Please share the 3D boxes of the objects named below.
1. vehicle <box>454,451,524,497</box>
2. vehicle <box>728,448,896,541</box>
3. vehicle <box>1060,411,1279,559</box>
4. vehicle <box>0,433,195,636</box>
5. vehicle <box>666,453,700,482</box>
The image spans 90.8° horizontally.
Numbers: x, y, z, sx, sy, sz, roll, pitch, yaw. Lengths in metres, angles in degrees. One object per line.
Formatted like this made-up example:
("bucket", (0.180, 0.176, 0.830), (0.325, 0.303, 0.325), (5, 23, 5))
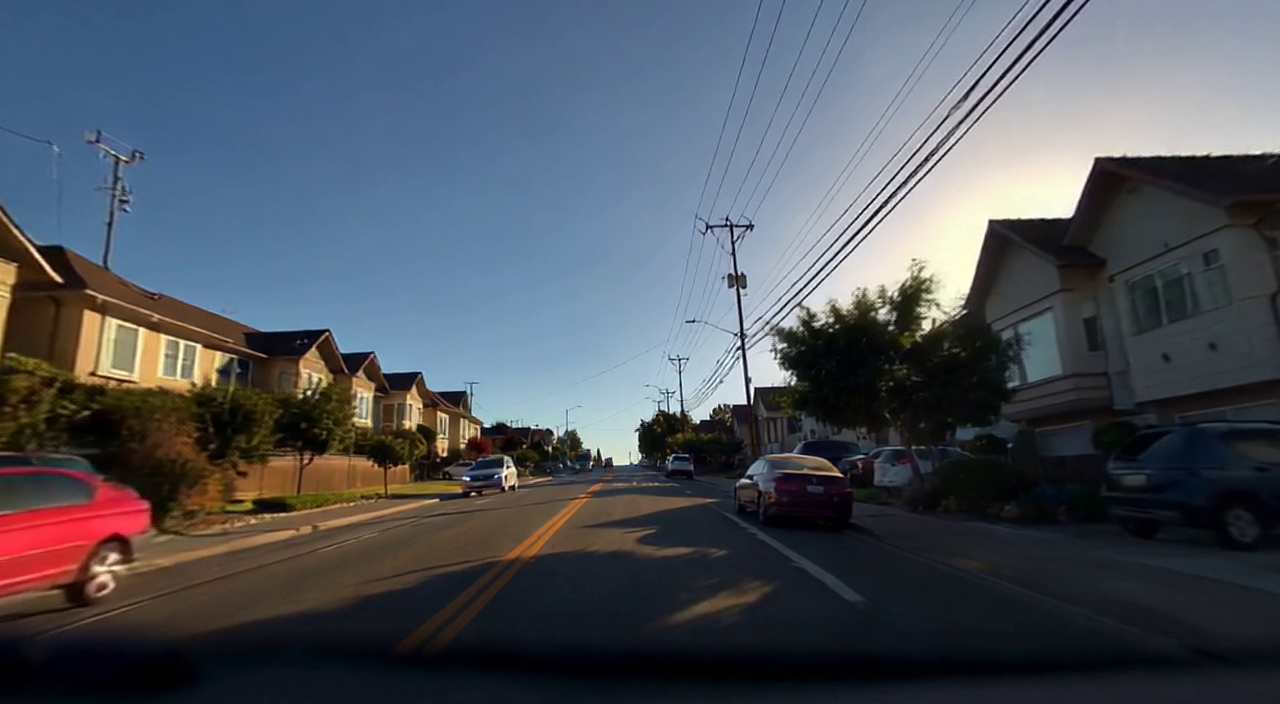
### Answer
("vehicle", (-6.536, 5.346, 27.884), (2.056, 1.741, 4.532), (-2, -10, -1))
("vehicle", (3.213, 2.735, 12.873), (2.076, 1.513, 4.305), (0, -8, -2))
("vehicle", (8.180, 1.663, 8.281), (3.866, 1.664, 2.015), (0, -8, 0))
("vehicle", (-6.206, 1.477, 4.896), (1.971, 1.631, 4.944), (-2, -10, -1))
("vehicle", (2.842, 7.664, 42.138), (1.945, 1.792, 3.903), (0, -8, -1))
